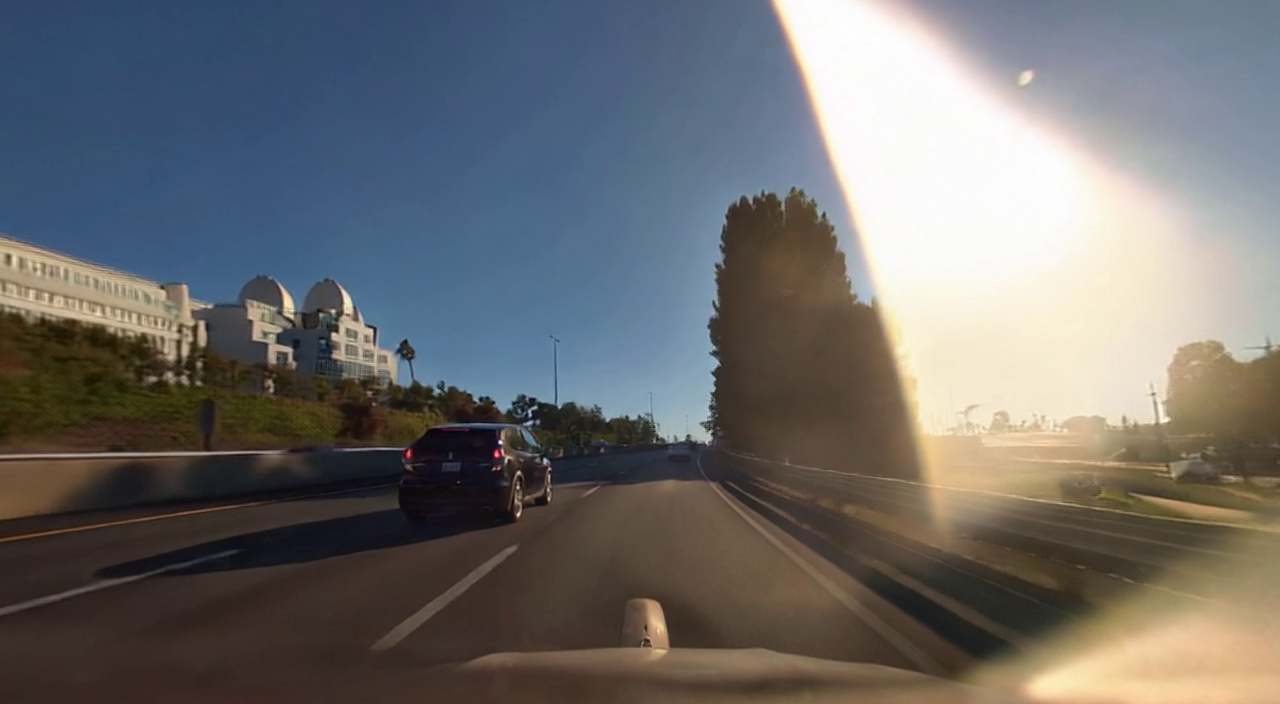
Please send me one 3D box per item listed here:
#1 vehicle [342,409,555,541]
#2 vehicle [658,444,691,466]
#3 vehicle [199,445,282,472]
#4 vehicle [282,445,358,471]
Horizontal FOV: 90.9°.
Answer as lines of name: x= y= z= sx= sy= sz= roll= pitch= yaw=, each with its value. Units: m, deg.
vehicle: x=-3.015 y=2.080 z=11.313 sx=2.185 sy=1.823 sz=4.854 roll=0 pitch=-9 yaw=1
vehicle: x=2.433 y=7.139 z=43.931 sx=2.158 sy=1.458 sz=3.656 roll=0 pitch=-9 yaw=4
vehicle: x=-23.377 y=6.214 z=37.106 sx=1.808 sy=1.495 sz=4.294 roll=-1 pitch=-9 yaw=4
vehicle: x=-19.296 y=6.381 z=38.277 sx=1.902 sy=1.478 sz=4.631 roll=0 pitch=-9 yaw=4
